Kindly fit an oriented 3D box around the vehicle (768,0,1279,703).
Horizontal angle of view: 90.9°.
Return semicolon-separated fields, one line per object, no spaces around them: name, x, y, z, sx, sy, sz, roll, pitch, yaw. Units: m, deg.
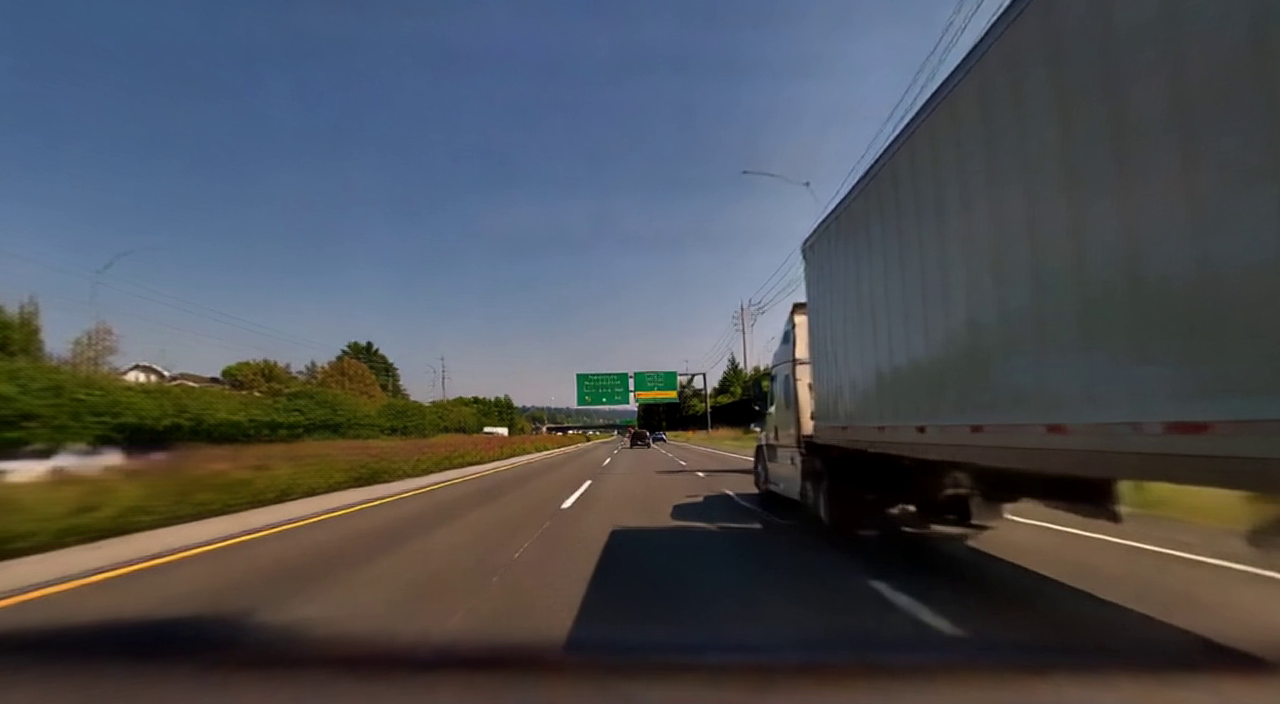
vehicle;3.731;-0.213;3.490;2.944;3.973;13.227;0;-8;-1
